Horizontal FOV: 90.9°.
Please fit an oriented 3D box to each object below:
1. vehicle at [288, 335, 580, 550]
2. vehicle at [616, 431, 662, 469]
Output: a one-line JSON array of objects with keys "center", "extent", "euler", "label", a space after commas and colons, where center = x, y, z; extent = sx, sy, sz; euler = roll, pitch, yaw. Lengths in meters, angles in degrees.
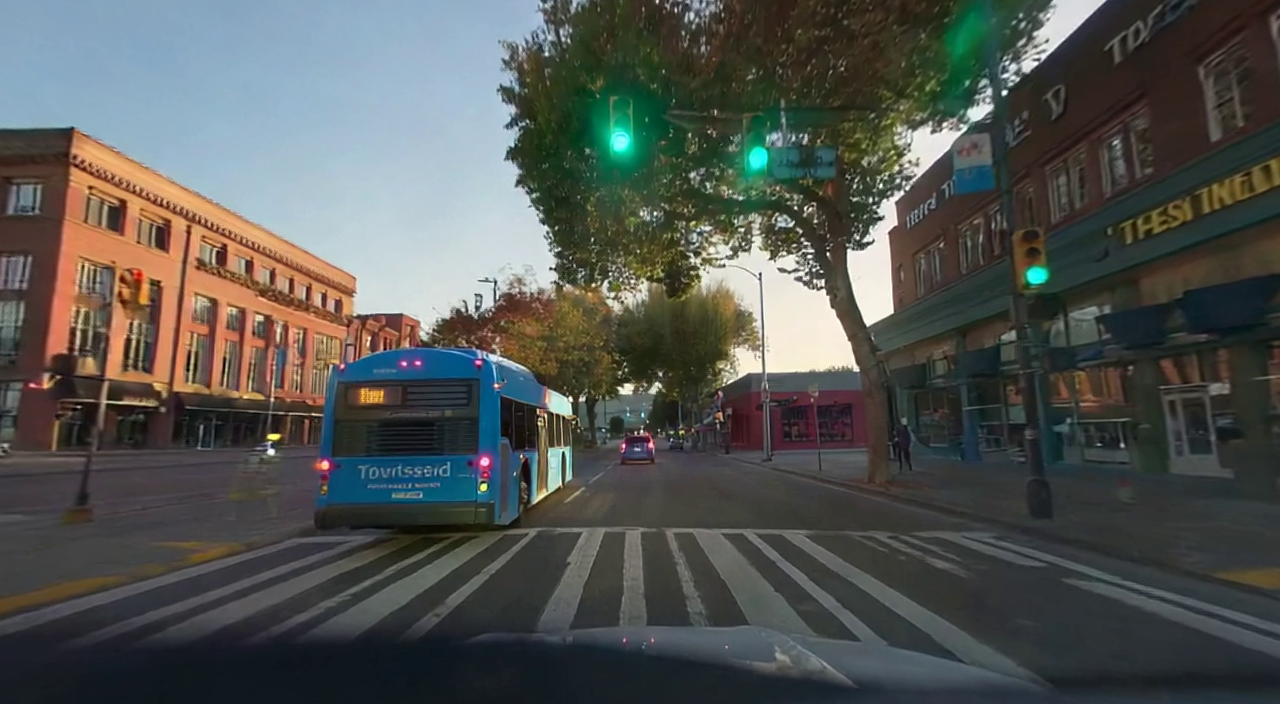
[{"center": [-3.175, 1.821, 12.837], "extent": [2.920, 2.884, 8.588], "euler": [0, -8, 1], "label": "vehicle"}, {"center": [-0.034, 4.781, 30.954], "extent": [2.120, 1.727, 3.917], "euler": [0, -8, 0], "label": "vehicle"}]
